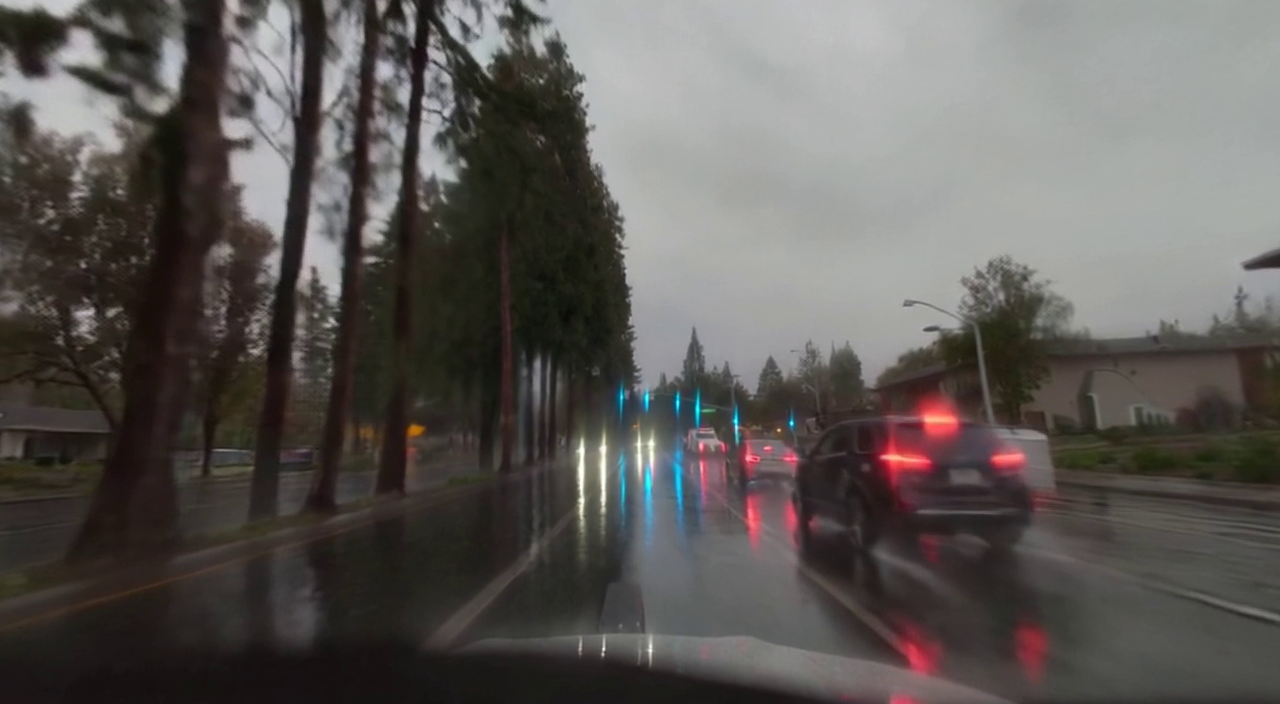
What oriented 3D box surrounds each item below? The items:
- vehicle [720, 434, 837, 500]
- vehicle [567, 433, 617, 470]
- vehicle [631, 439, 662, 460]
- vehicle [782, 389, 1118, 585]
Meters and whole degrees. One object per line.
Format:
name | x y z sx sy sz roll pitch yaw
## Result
vehicle | 3.348 2.878 16.221 2.009 1.436 4.258 0 -8 0
vehicle | -2.364 5.027 32.072 2.083 1.691 4.398 0 -8 1
vehicle | 0.517 7.160 46.368 2.120 1.428 3.890 0 -8 2
vehicle | 3.334 1.558 8.059 1.985 1.772 4.479 0 -8 0
